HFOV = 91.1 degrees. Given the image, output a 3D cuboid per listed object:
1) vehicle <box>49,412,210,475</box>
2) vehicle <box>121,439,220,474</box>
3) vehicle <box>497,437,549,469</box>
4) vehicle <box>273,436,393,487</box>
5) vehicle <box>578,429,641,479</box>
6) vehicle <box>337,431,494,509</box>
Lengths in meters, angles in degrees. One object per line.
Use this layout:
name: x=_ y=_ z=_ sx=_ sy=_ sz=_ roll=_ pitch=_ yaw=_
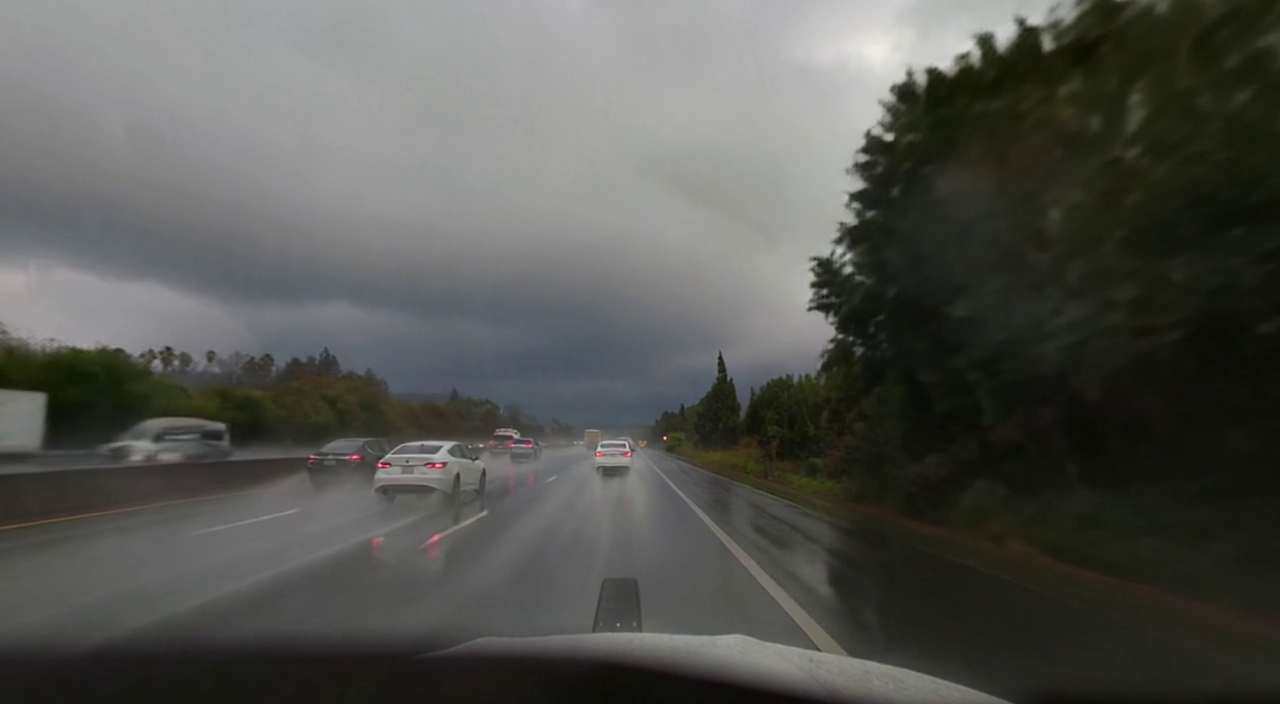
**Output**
vehicle: x=-26.326 y=4.741 z=32.967 sx=2.611 sy=2.933 sz=6.960 roll=0 pitch=-8 yaw=-1
vehicle: x=-22.080 y=4.879 z=29.760 sx=1.759 sy=1.510 sz=3.857 roll=0 pitch=-8 yaw=-2
vehicle: x=-5.611 y=4.877 z=30.580 sx=1.835 sy=1.432 sz=3.835 roll=0 pitch=-8 yaw=-1
vehicle: x=-9.522 y=3.384 z=19.890 sx=1.850 sy=1.439 sz=3.932 roll=0 pitch=-8 yaw=-1
vehicle: x=-1.110 y=3.750 z=23.464 sx=2.178 sy=1.658 sz=3.916 roll=0 pitch=-8 yaw=-2
vehicle: x=-4.802 y=2.553 z=14.241 sx=1.971 sy=1.464 sz=4.386 roll=0 pitch=-8 yaw=0
